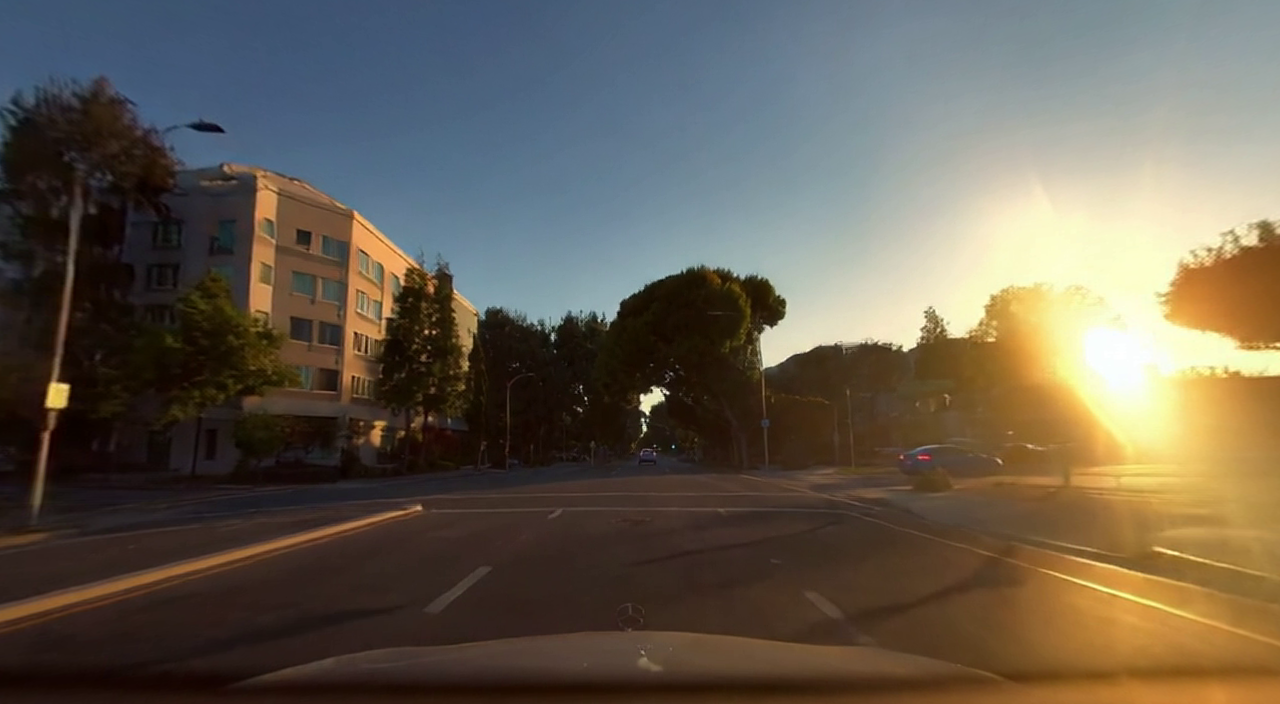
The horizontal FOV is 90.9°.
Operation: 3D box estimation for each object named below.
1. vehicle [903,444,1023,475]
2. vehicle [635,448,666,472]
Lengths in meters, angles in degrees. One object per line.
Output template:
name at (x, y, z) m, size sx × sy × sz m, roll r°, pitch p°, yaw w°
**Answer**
vehicle at (15.942, 5.299, 31.267) m, size 4.824 × 1.462 × 1.974 m, roll 0°, pitch -9°, yaw -1°
vehicle at (0.775, 8.132, 47.555) m, size 2.200 × 1.653 × 4.127 m, roll 0°, pitch -9°, yaw 0°
